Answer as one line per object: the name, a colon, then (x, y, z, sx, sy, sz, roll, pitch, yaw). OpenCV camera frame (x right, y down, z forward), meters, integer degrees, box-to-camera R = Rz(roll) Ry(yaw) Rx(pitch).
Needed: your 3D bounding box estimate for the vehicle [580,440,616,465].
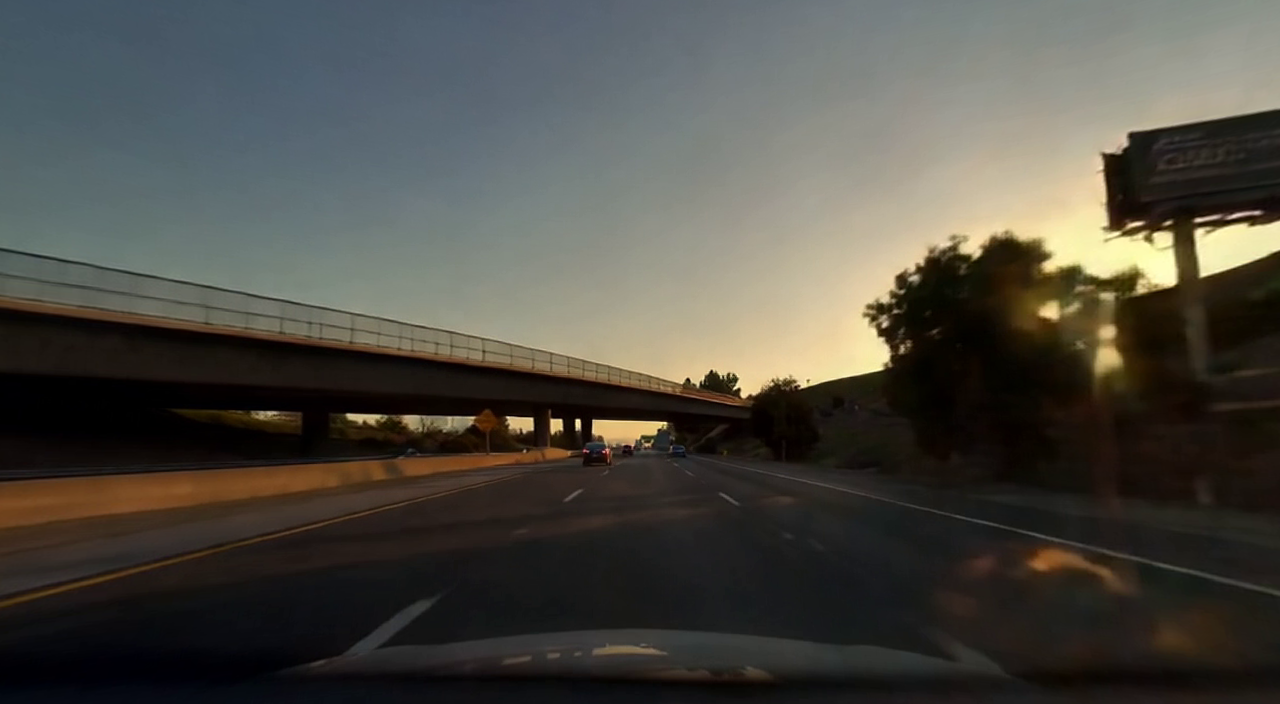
vehicle: (-2.958, 7.203, 45.370, 2.319, 1.738, 4.355, 0, -8, 0)
